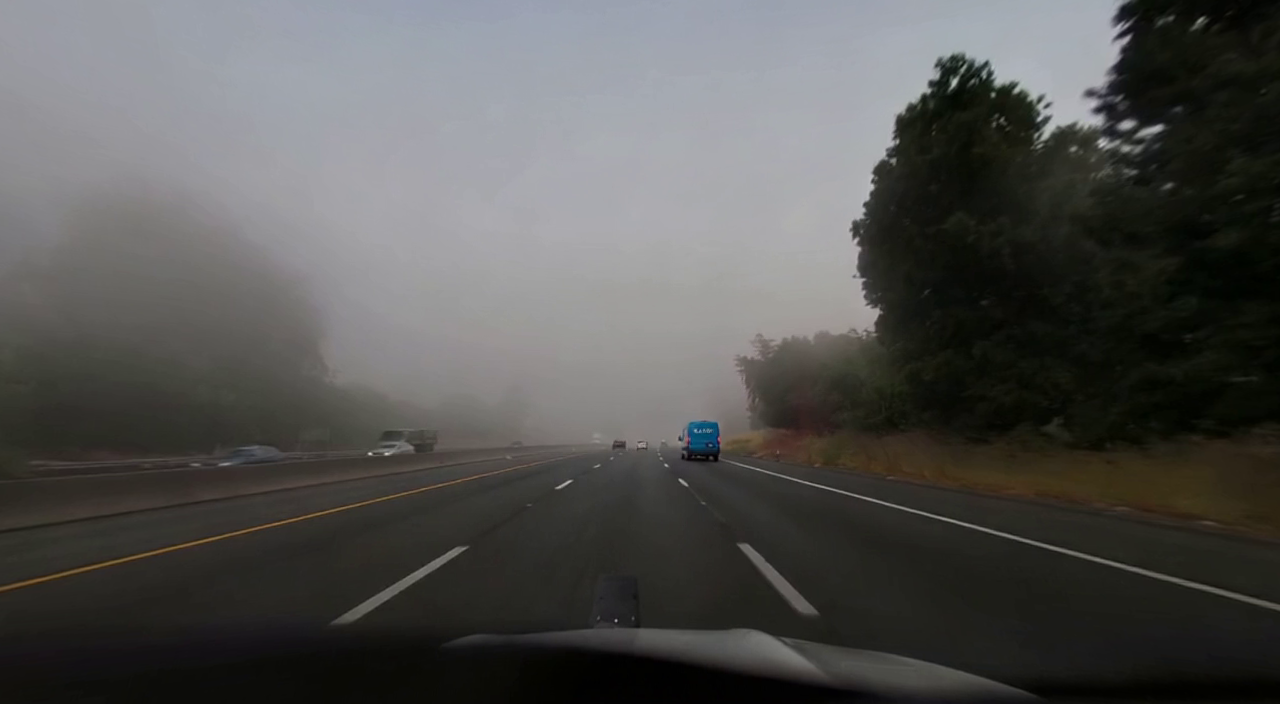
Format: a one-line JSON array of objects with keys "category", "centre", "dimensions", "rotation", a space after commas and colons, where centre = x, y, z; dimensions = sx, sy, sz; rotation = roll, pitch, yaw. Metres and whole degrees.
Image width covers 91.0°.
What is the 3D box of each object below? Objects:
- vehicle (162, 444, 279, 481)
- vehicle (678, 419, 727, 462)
[{"category": "vehicle", "centre": [-18.391, 4.835, 27.886], "dimensions": [2.000, 1.485, 4.546], "rotation": [-1, -8, 1]}, {"category": "vehicle", "centre": [3.941, 5.774, 40.963], "dimensions": [2.485, 2.562, 5.535], "rotation": [0, -8, -1]}]
